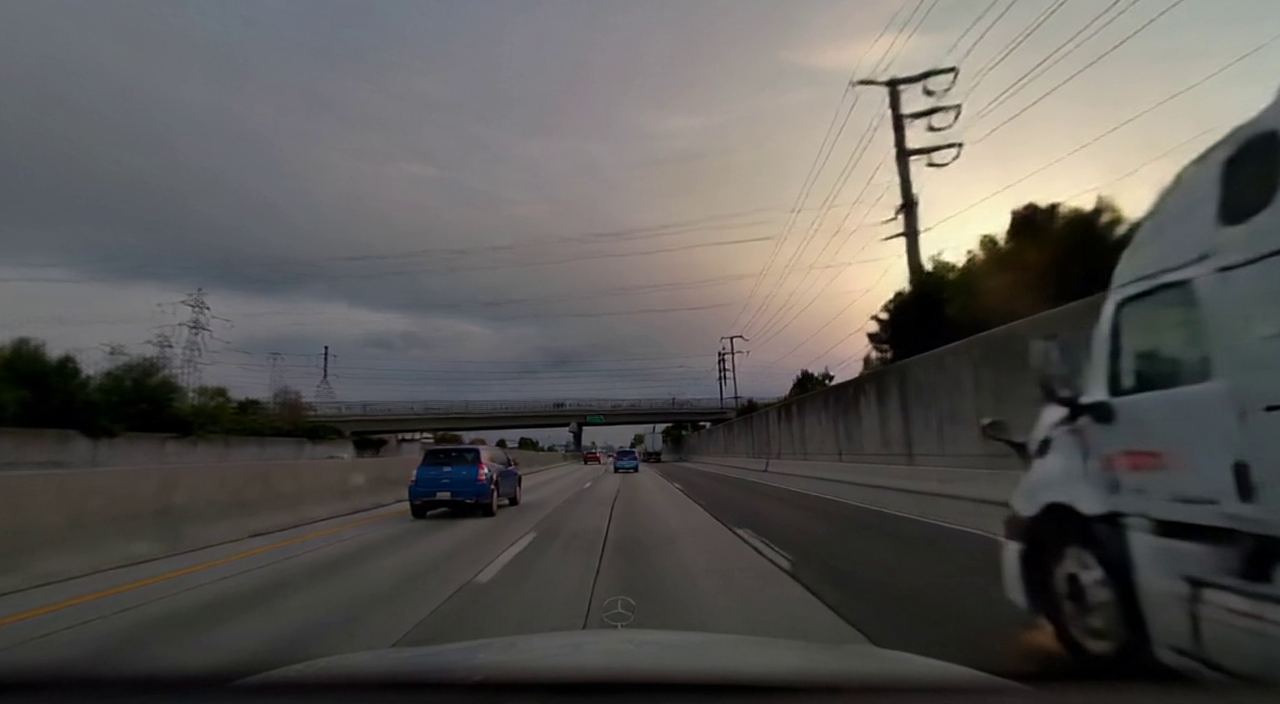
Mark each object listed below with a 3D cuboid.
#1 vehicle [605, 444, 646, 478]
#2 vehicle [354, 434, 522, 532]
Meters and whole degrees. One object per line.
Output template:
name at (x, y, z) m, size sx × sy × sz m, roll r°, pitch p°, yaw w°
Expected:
vehicle at (-0.734, 5.716, 33.042) m, size 2.004 × 1.615 × 4.113 m, roll 0°, pitch -9°, yaw -1°
vehicle at (-3.637, 2.429, 12.161) m, size 1.987 × 1.548 × 3.981 m, roll 0°, pitch -9°, yaw -1°
